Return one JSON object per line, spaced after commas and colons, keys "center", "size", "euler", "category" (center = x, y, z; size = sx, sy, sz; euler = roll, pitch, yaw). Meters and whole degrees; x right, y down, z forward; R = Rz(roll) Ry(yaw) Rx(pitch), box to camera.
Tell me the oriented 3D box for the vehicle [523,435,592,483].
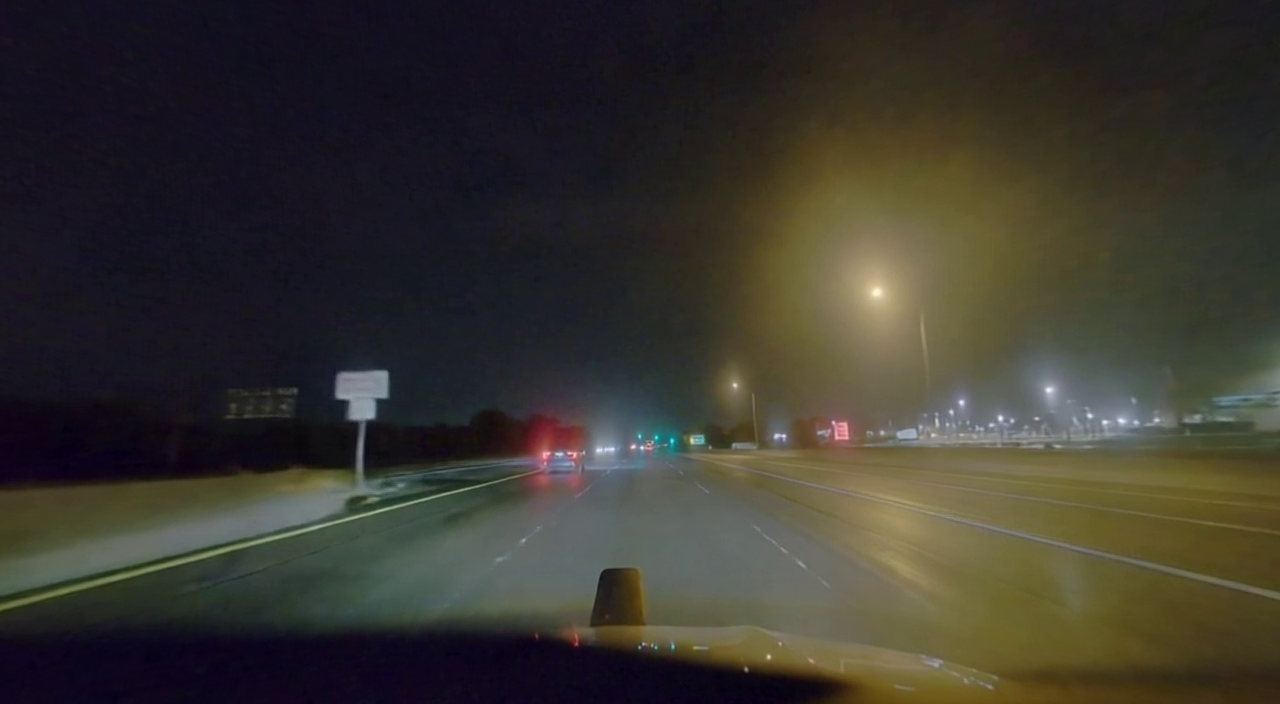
{"center": [-3.107, 4.148, 24.766], "size": [2.072, 1.706, 4.359], "euler": [0, -8, 1], "category": "vehicle"}
